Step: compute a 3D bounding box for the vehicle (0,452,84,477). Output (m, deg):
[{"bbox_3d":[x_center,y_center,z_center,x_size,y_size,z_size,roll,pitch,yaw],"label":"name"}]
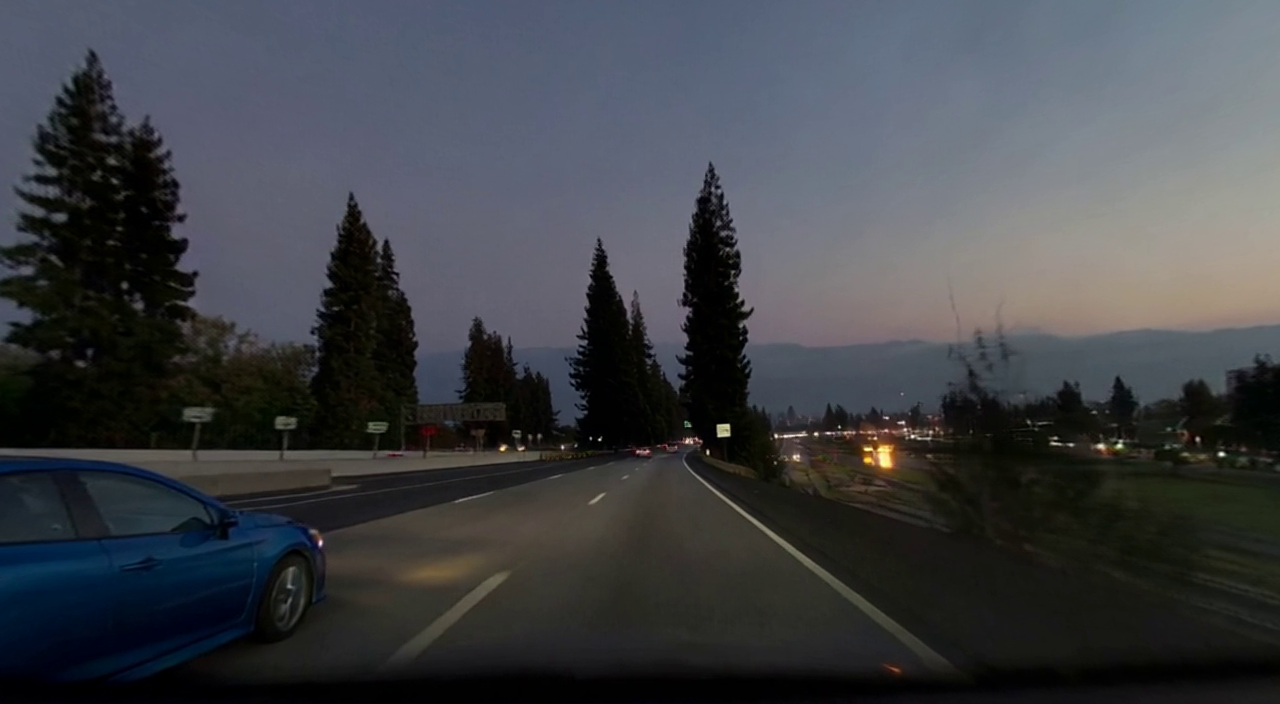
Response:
[{"bbox_3d":[-42.598,7.945,44.735,1.821,1.533,4.521,-2,-8,8],"label":"vehicle"}]
